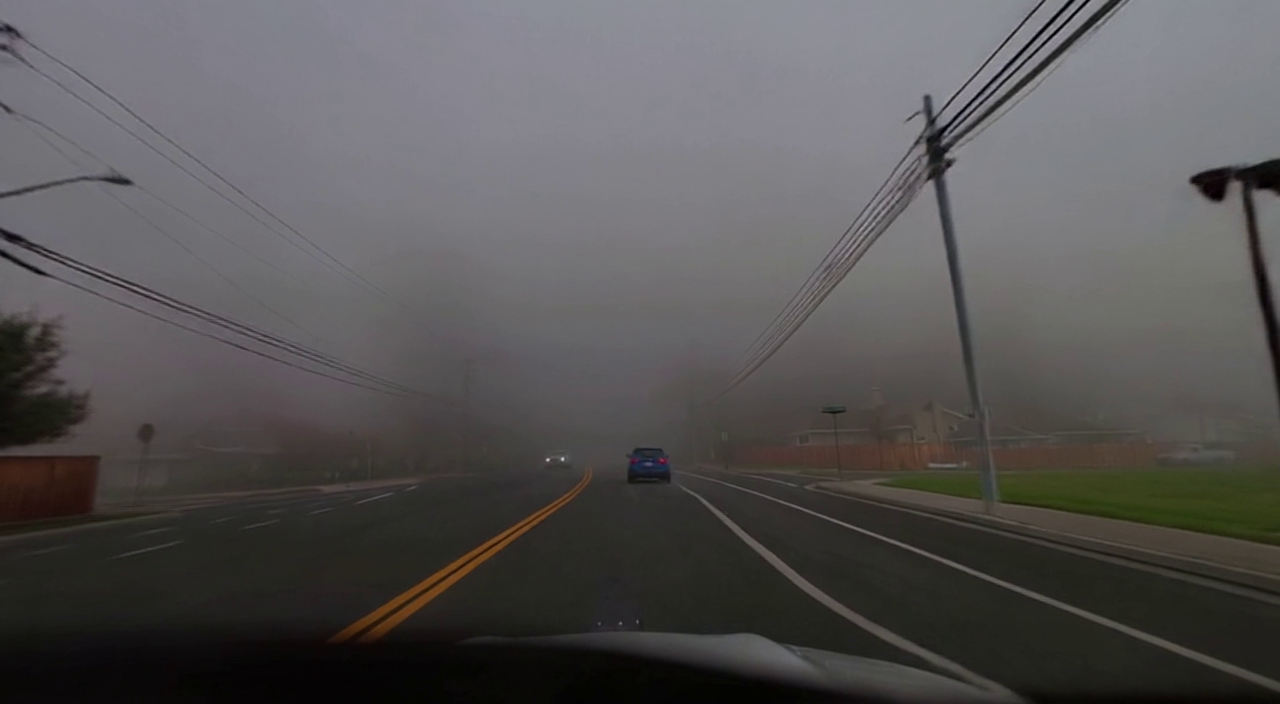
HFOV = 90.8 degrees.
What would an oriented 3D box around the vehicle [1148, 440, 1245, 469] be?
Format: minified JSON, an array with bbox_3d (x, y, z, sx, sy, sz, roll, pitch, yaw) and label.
[{"bbox_3d":[36.337,6.697,41.345,4.461,1.828,2.165,1,-8,-6],"label":"vehicle"}]

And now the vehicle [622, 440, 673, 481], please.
[{"bbox_3d":[0.269,4.910,28.934,2.139,1.699,3.916,0,-8,-2],"label":"vehicle"}]
